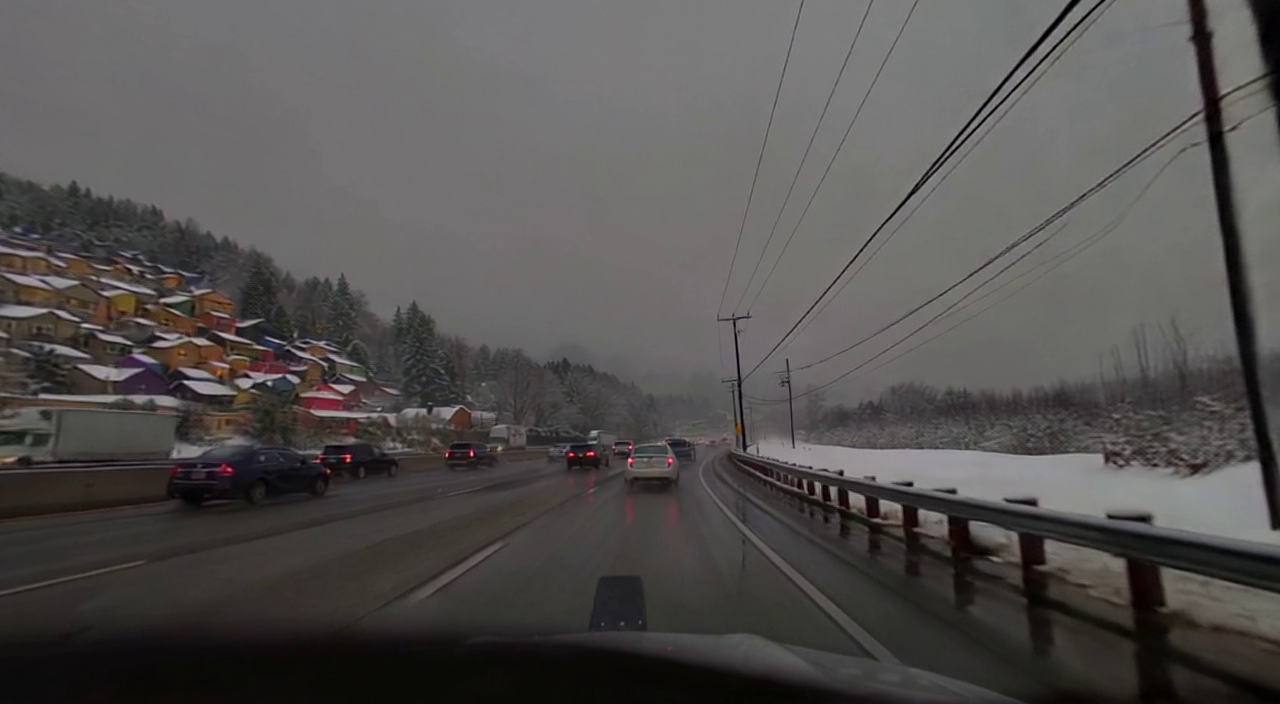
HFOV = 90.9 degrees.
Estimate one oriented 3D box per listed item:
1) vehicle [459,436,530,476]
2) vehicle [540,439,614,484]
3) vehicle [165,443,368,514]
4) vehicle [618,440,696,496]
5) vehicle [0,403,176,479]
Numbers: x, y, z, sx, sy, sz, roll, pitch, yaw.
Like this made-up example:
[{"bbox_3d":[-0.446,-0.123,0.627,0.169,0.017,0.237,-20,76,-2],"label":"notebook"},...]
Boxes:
[{"bbox_3d":[-7.257,5.241,32.003,2.080,1.833,4.461,-1,-8,7],"label":"vehicle"},{"bbox_3d":[-2.427,4.377,25.590,2.121,1.639,4.383,-1,-8,6],"label":"vehicle"},{"bbox_3d":[-8.820,2.972,15.476,1.959,1.469,4.450,-1,-8,5],"label":"vehicle"},{"bbox_3d":[0.609,3.412,19.017,2.109,1.495,3.935,-1,-8,4],"label":"vehicle"},{"bbox_3d":[-28.522,4.485,31.675,2.962,3.232,9.077,-1,-8,4],"label":"vehicle"}]
